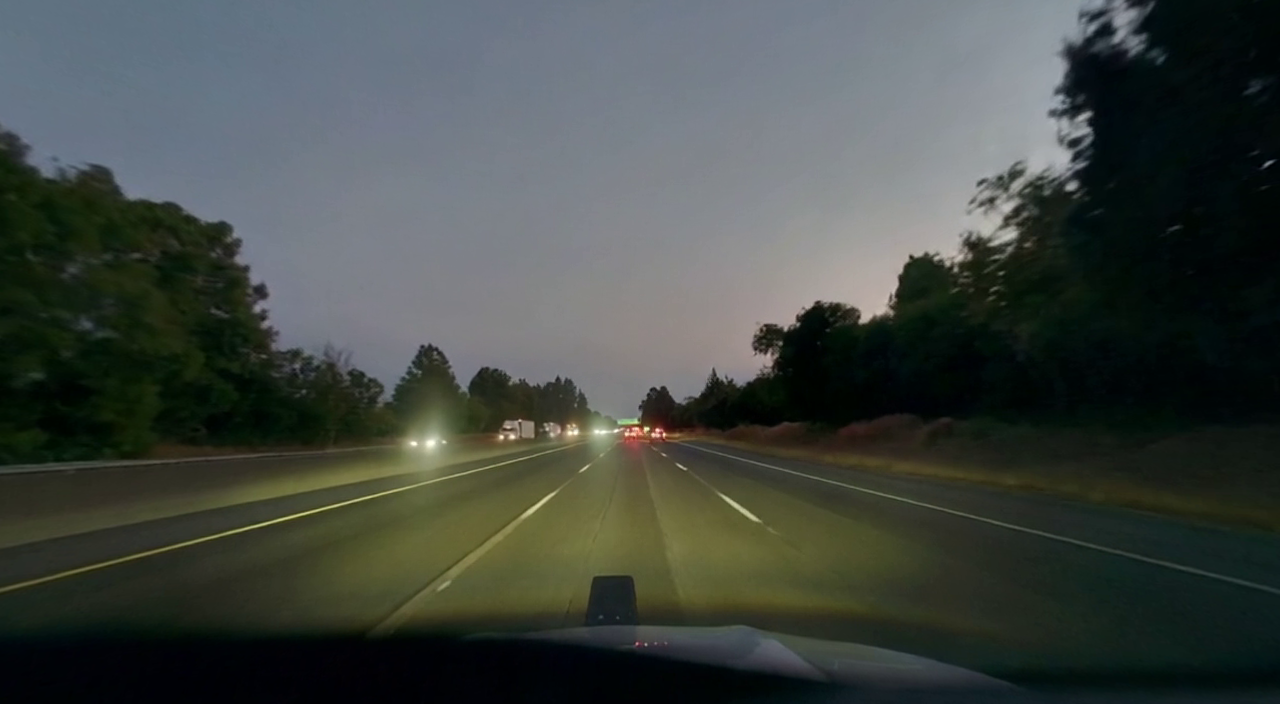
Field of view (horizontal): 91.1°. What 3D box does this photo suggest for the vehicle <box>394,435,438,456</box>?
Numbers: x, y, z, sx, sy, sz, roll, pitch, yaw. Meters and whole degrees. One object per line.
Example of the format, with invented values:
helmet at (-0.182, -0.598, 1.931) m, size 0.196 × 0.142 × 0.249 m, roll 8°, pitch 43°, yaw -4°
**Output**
vehicle at (-17.172, 7.135, 48.416) m, size 1.855 × 1.522 × 4.394 m, roll 0°, pitch -7°, yaw 0°
